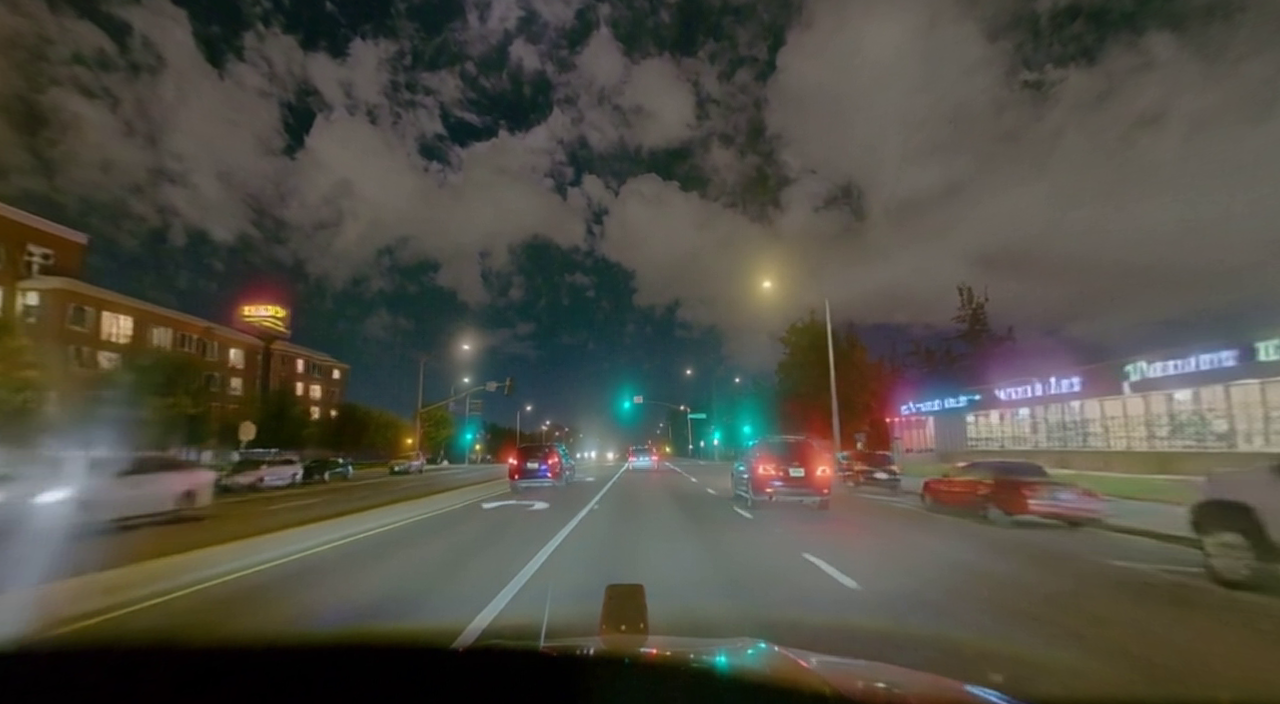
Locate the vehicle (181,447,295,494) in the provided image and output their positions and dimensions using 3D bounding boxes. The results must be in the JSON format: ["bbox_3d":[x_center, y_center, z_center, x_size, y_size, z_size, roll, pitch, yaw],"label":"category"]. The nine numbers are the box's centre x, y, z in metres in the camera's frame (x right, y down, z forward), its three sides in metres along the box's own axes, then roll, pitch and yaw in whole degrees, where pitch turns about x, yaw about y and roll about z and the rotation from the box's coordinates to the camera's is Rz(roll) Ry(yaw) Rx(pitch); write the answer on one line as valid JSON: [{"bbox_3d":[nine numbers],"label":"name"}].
[{"bbox_3d":[-16.897,4.948,26.779,2.001,1.760,4.329,-2,-9,0],"label":"vehicle"}]

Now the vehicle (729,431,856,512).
[{"bbox_3d":[3.412,2.748,14.914,1.987,1.637,3.896,0,-8,0],"label":"vehicle"}]

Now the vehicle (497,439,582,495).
[{"bbox_3d":[-2.947,3.472,19.394,1.860,1.510,4.073,0,-8,1],"label":"vehicle"}]

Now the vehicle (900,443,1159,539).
[{"bbox_3d":[7.044,2.513,12.211,1.908,1.467,4.837,0,-8,0],"label":"vehicle"}]

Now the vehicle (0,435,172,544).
[{"bbox_3d":[-10.831,2.297,10.884,1.951,1.658,4.473,0,-9,1],"label":"vehicle"}]

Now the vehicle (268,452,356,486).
[{"bbox_3d":[-16.561,5.913,32.168,1.919,1.469,4.719,-2,-8,1],"label":"vehicle"}]

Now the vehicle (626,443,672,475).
[{"bbox_3d":[0.413,5.199,30.887,2.103,1.468,4.094,0,-8,0],"label":"vehicle"}]

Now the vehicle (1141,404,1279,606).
[{"bbox_3d":[6.822,1.201,4.537,2.207,1.789,5.099,0,-8,0],"label":"vehicle"}]
